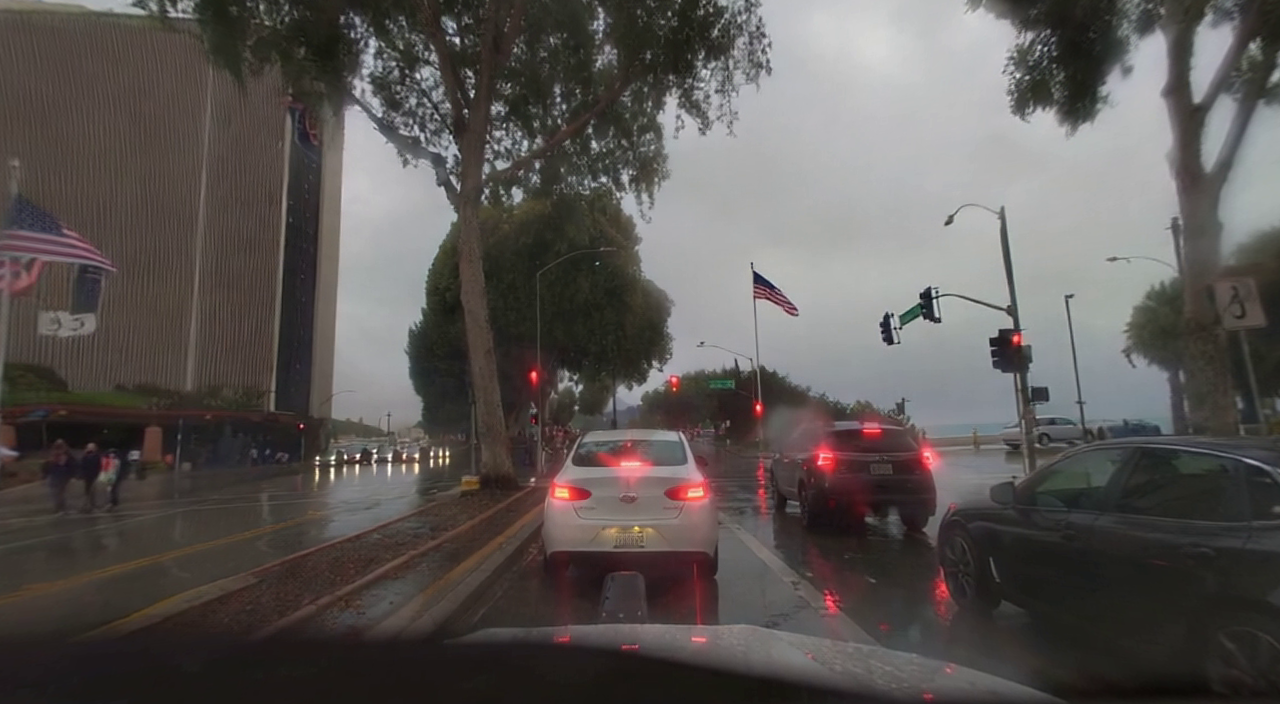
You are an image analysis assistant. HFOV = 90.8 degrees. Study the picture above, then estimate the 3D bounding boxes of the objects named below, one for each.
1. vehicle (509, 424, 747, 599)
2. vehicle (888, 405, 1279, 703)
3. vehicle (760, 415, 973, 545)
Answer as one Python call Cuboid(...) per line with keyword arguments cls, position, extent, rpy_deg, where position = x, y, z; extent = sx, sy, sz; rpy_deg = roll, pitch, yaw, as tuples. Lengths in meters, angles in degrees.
Cuboid(cls="vehicle", position=(-0.109, 1.693, 7.529), extent=(2.096, 1.521, 3.747), rpy_deg=(0, -8, 0))
Cuboid(cls="vehicle", position=(3.376, 1.173, 3.996), extent=(1.833, 1.465, 4.258), rpy_deg=(0, -8, -1))
Cuboid(cls="vehicle", position=(3.514, 2.081, 10.949), extent=(1.978, 1.738, 4.599), rpy_deg=(0, -8, 0))
